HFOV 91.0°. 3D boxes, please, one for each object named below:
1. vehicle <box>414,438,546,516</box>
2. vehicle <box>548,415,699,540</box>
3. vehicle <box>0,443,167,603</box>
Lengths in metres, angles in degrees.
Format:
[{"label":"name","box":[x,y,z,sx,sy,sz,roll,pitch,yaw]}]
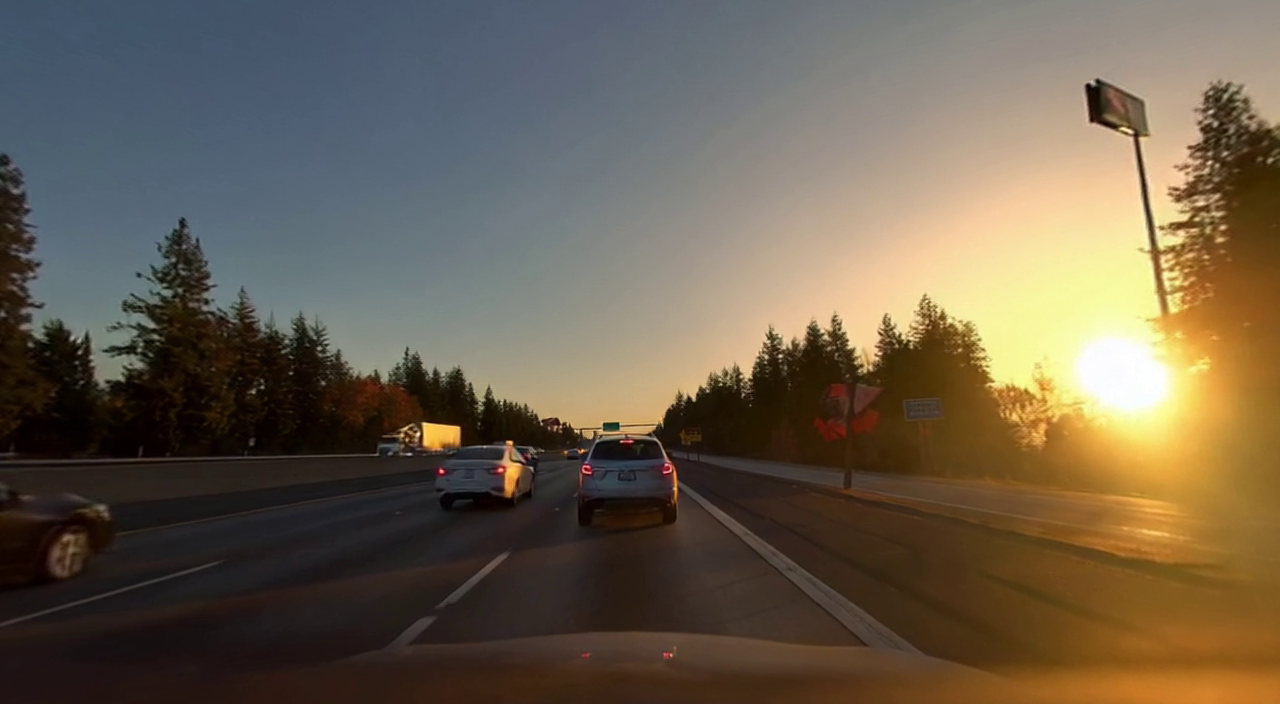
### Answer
[{"label":"vehicle","box":[-3.515,2.823,14.788,1.889,1.522,4.465,0,-9,1]},{"label":"vehicle","box":[-0.263,2.136,11.348,2.127,1.749,4.776,0,-9,-1]},{"label":"vehicle","box":[-6.879,1.523,5.411,1.892,1.468,4.792,0,-9,0]}]
